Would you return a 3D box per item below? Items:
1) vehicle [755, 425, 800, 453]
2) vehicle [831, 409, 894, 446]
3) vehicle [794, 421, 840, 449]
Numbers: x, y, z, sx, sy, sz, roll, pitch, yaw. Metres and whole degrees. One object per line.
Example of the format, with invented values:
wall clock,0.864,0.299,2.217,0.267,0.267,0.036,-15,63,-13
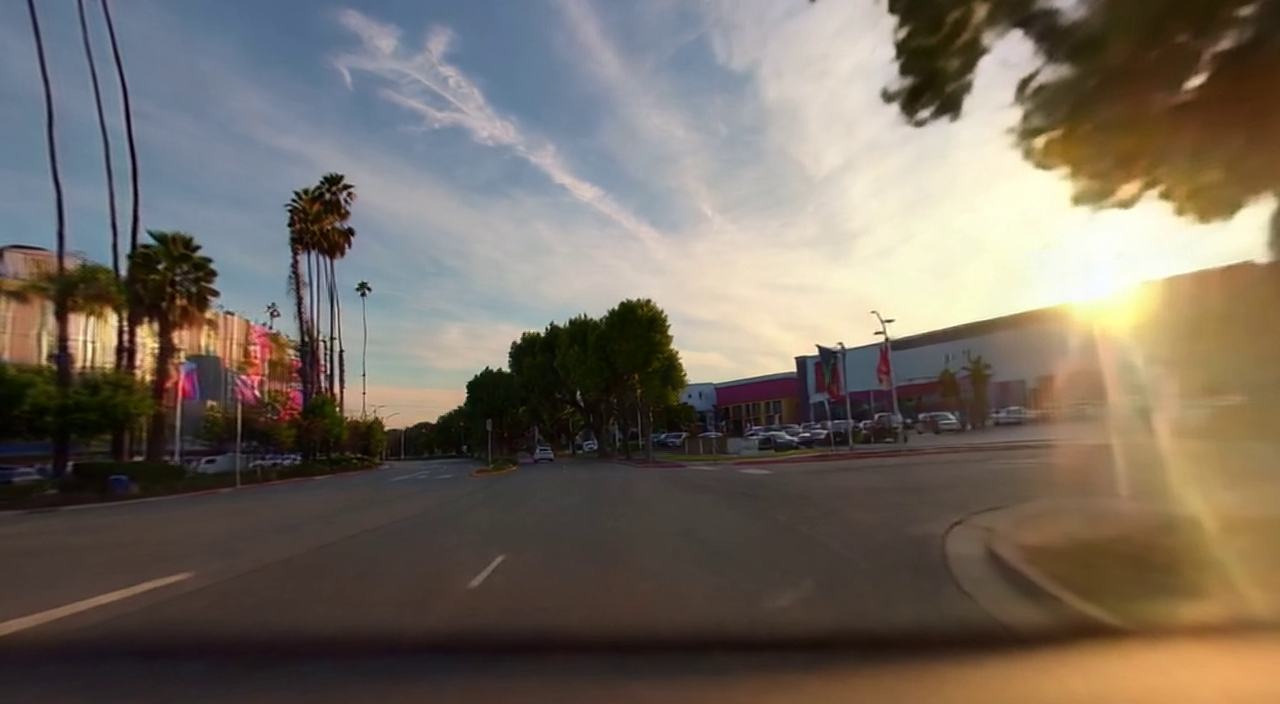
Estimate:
vehicle,8.884,5.691,41.012,2.196,1.715,4.918,-1,-8,5
vehicle,14.412,4.986,40.964,2.237,1.962,5.424,-8,-8,3
vehicle,11.474,5.447,41.039,2.065,1.687,4.584,-1,-8,5
